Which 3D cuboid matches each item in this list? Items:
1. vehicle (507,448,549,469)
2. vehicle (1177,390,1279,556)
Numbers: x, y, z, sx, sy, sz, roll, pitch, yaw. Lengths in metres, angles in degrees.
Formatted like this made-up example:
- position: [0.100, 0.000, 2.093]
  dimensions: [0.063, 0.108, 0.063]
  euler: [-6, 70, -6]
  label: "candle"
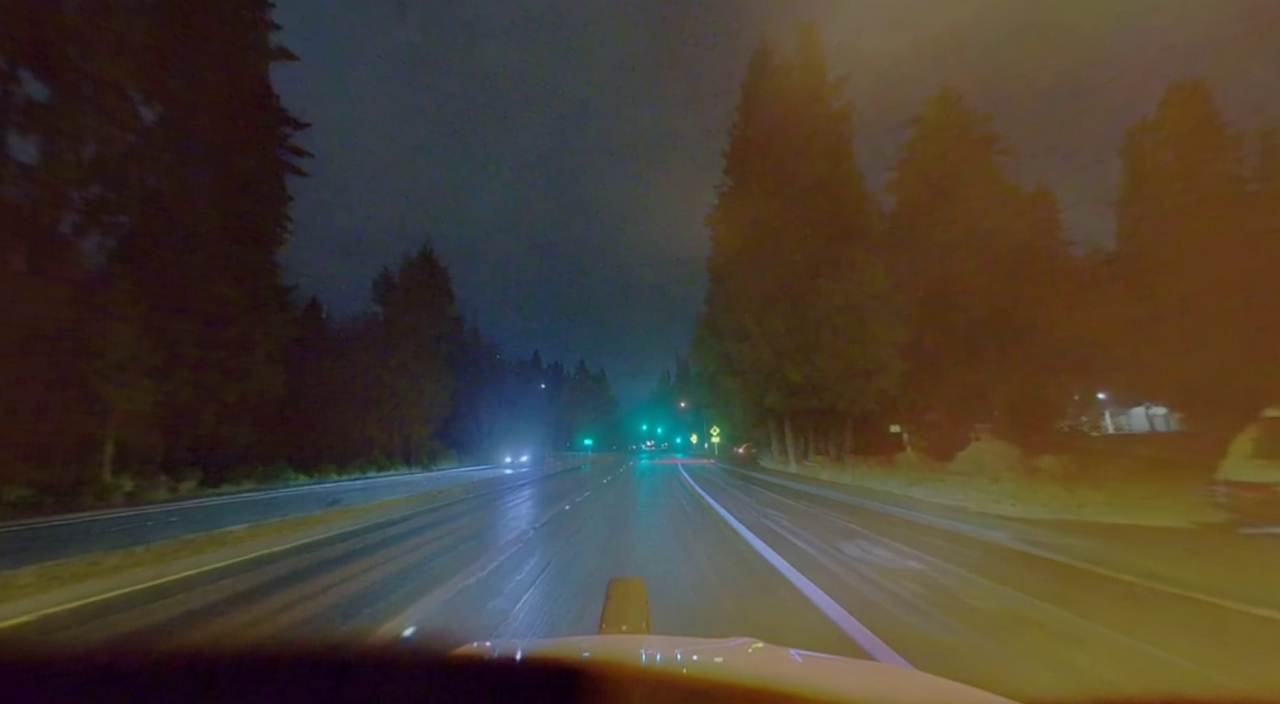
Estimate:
- position: [-8.227, 7.845, 46.546]
  dimensions: [2.162, 1.438, 4.374]
  euler: [0, -9, 2]
  label: "vehicle"
- position: [9.942, 1.456, 7.624]
  dimensions: [4.839, 1.933, 2.215]
  euler: [0, -9, -2]
  label: "vehicle"
